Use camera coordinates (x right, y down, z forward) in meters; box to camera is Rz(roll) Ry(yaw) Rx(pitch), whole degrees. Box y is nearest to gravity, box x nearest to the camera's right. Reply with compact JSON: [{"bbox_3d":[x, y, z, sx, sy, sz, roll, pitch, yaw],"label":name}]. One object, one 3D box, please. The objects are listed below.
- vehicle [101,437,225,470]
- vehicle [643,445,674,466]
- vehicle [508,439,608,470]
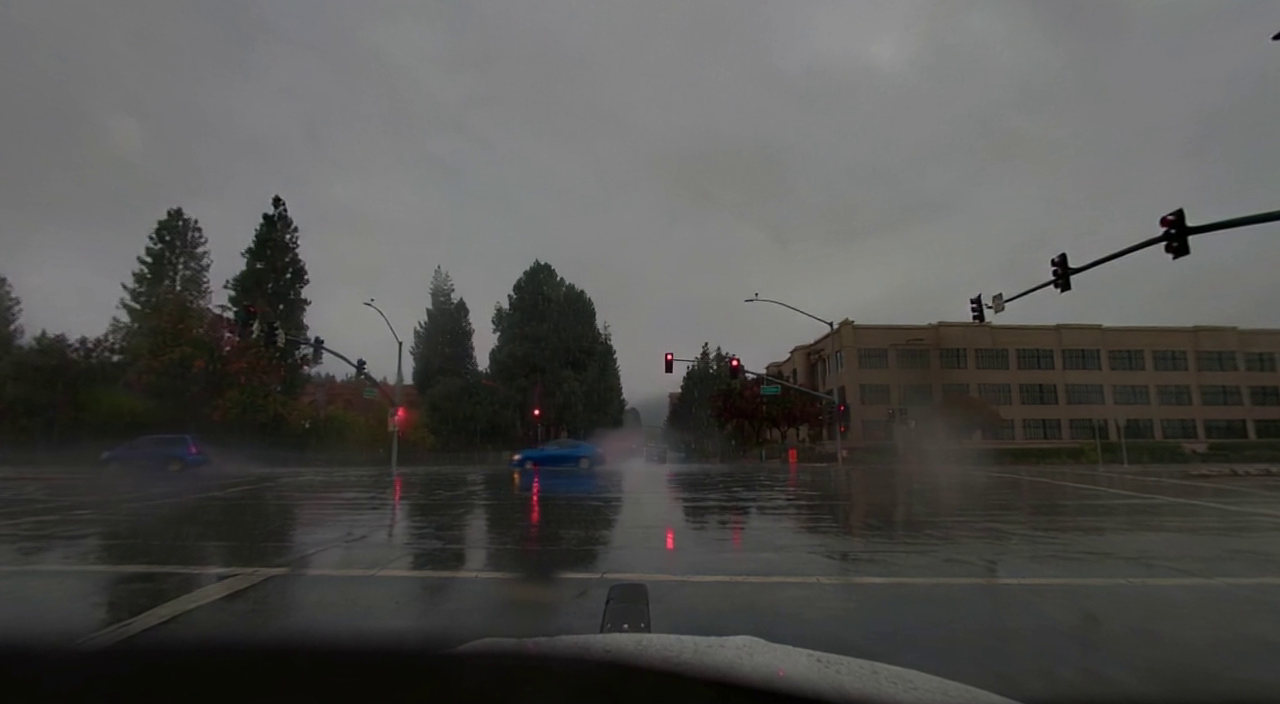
[{"bbox_3d":[-24.055,5.135,31.918,4.735,1.588,1.877,0,-9,1],"label":"vehicle"},{"bbox_3d":[1.310,7.634,46.471,2.132,1.449,4.235,0,-9,0],"label":"vehicle"},{"bbox_3d":[-4.024,5.072,31.332,4.681,1.465,1.820,0,-9,2],"label":"vehicle"}]
